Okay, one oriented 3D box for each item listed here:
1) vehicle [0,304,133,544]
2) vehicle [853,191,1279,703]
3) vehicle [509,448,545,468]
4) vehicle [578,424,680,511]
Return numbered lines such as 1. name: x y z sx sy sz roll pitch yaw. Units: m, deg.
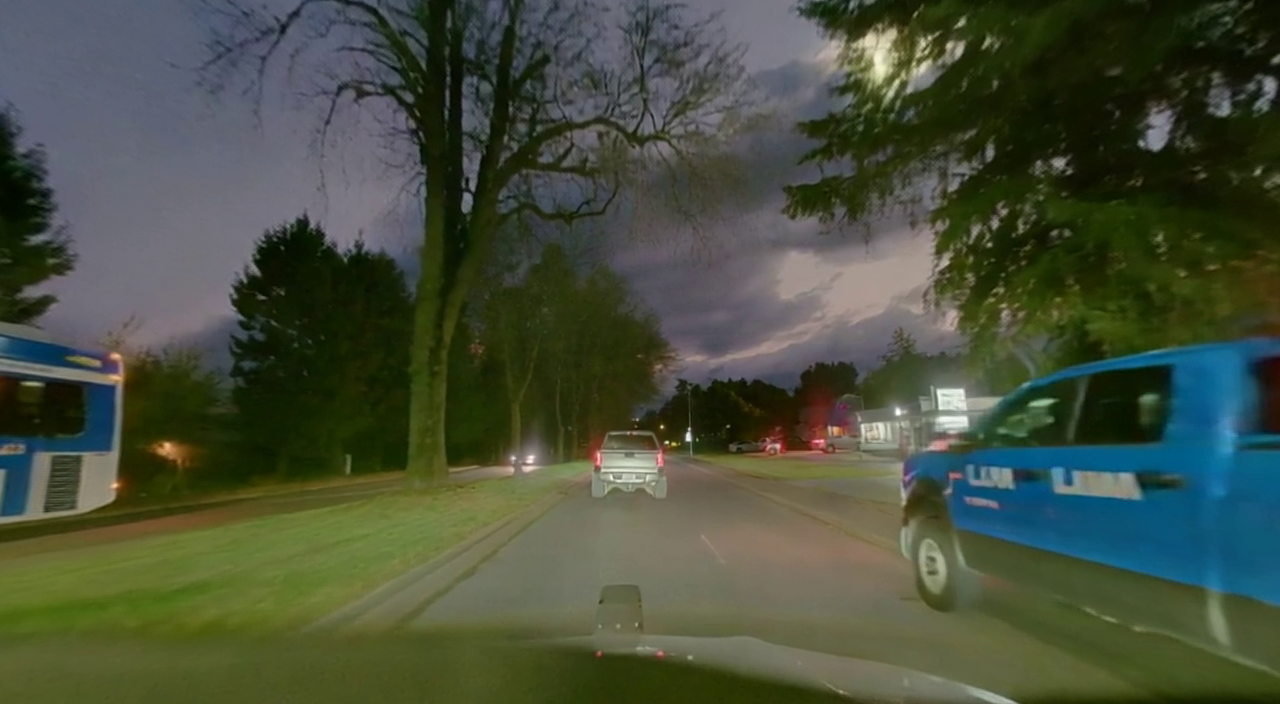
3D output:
1. vehicle: -12.261 0.674 6.998 2.996 4.022 12.692 0 -9 -1
2. vehicle: 3.691 0.627 2.558 2.802 2.303 7.582 0 -9 -2
3. vehicle: -8.871 8.364 49.977 2.027 1.493 4.707 0 -9 -1
4. vehicle: -0.266 2.875 16.257 2.157 1.816 5.804 0 -9 -1
